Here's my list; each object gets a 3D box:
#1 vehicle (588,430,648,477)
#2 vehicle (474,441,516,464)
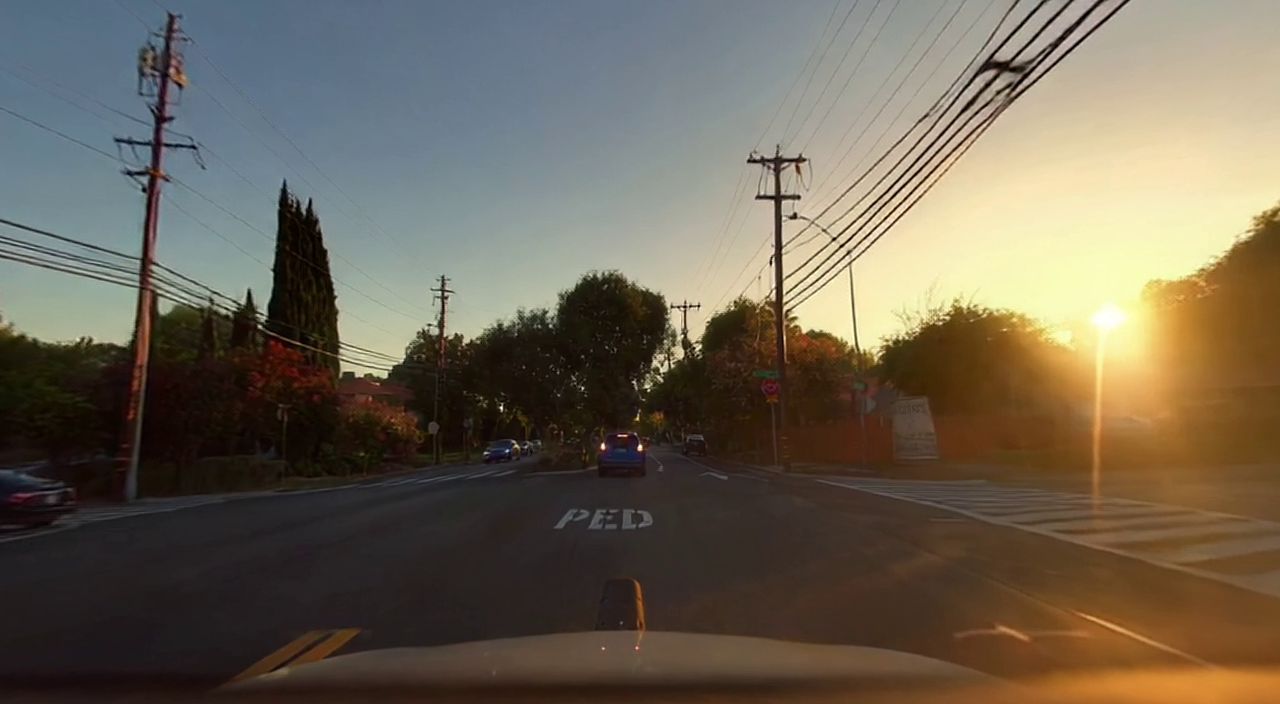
[{"bbox_3d":[-0.689,3.446,21.596,1.877,1.448,3.830,0,-8,0],"label":"vehicle"},{"bbox_3d":[-9.924,6.903,43.527,1.934,1.506,4.032,0,-8,-1],"label":"vehicle"}]
